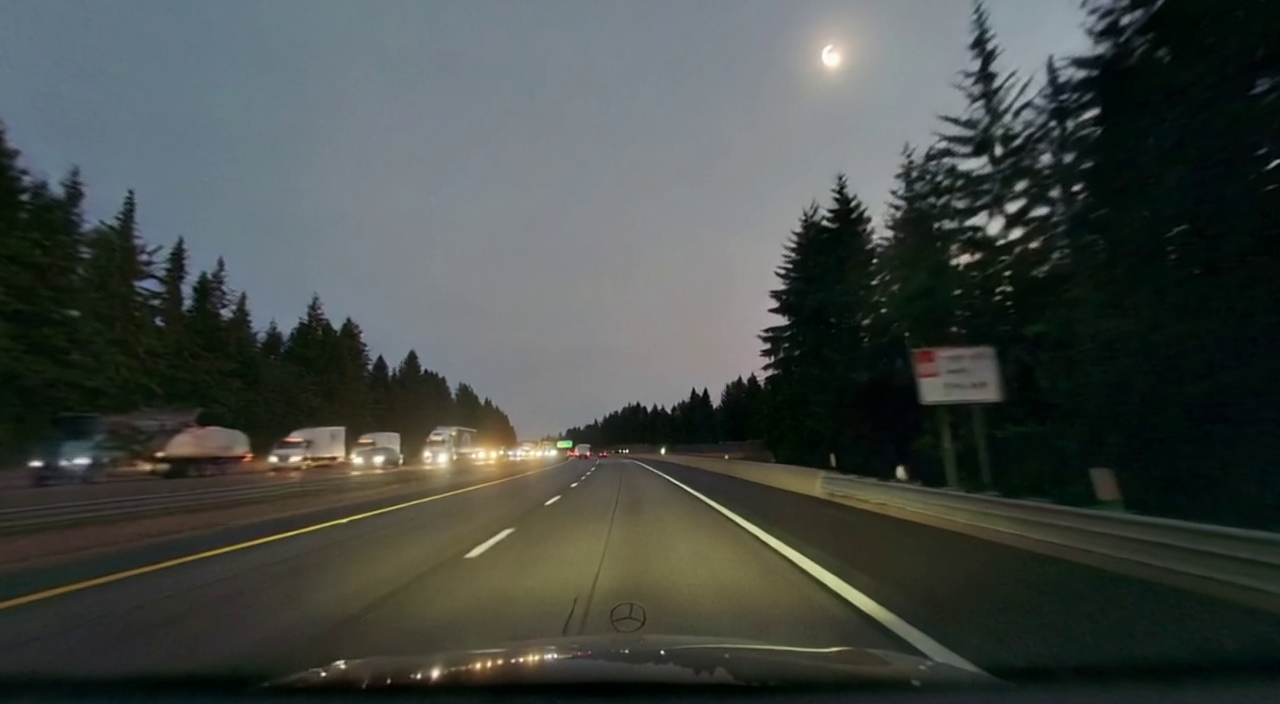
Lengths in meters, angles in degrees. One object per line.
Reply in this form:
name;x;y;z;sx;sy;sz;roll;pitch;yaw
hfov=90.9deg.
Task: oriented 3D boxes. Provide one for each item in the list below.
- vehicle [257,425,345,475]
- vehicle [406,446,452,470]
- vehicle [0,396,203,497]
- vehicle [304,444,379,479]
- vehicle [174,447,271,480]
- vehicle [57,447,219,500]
vehicle;-20.911;6.112;39.266;2.249;2.817;5.913;0;-9;-1
vehicle;-15.861;7.988;47.595;1.953;1.662;4.536;0;-9;0
vehicle;-20.860;3.644;24.754;2.624;3.302;6.257;3;-8;1
vehicle;-16.099;5.908;34.253;1.962;1.714;4.445;-1;-9;-1
vehicle;-21.013;5.625;31.992;1.949;1.539;4.422;0;-9;-1
vehicle;-16.183;3.913;20.672;1.842;1.521;4.264;0;-9;-1
